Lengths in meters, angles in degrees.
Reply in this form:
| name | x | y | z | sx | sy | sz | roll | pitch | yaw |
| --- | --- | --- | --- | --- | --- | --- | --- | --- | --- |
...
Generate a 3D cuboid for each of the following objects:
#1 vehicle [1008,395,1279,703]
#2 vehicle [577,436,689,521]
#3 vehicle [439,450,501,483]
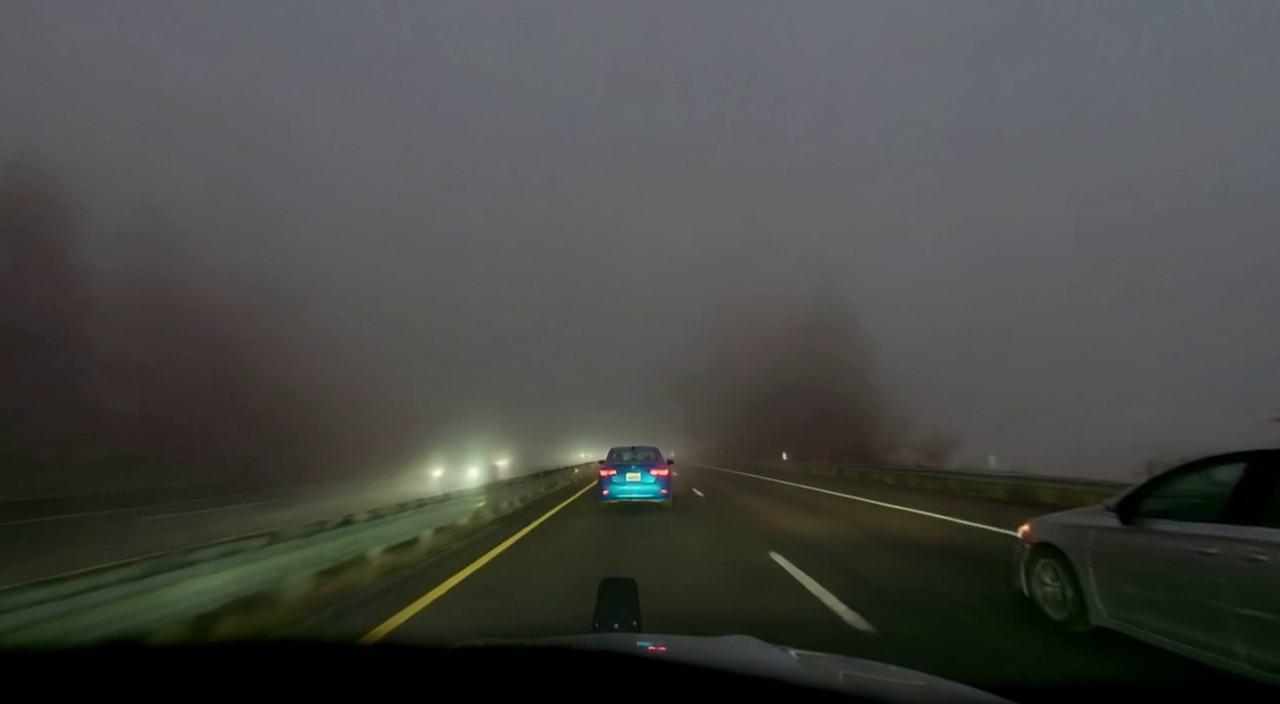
| name | x | y | z | sx | sy | sz | roll | pitch | yaw |
| --- | --- | --- | --- | --- | --- | --- | --- | --- | --- |
| vehicle | 3.804 | 0.928 | 2.549 | 2.021 | 1.533 | 4.014 | 0 | -9 | -2 |
| vehicle | -0.163 | 2.698 | 13.911 | 2.083 | 1.548 | 4.251 | 0 | -9 | -1 |
| vehicle | -8.787 | 5.929 | 32.709 | 1.913 | 1.557 | 4.185 | -1 | -9 | 3 |
